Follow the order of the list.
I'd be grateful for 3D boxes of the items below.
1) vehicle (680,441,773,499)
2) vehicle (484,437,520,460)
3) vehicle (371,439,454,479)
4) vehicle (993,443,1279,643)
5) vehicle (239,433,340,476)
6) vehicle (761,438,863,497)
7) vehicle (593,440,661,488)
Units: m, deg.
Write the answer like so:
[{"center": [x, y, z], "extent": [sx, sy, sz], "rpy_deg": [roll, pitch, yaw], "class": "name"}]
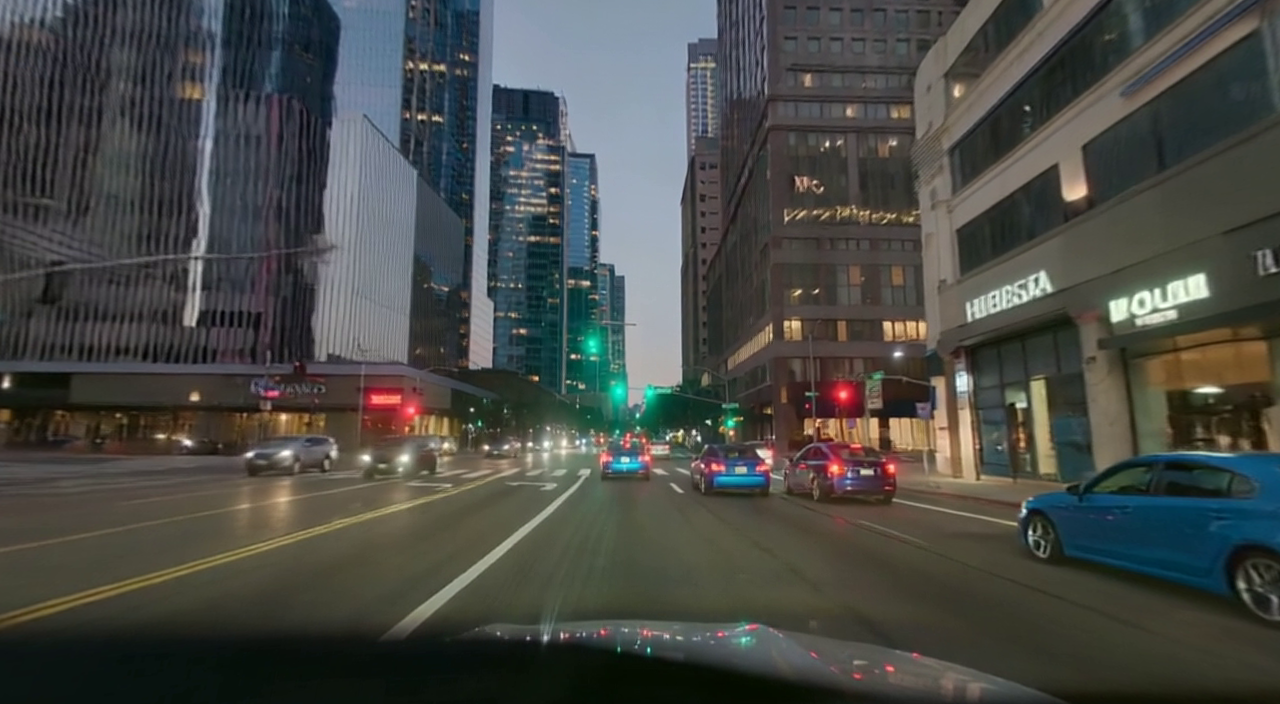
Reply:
[{"center": [2.397, 3.412, 18.690], "extent": [1.987, 1.484, 4.427], "rpy_deg": [0, -8, -2], "class": "vehicle"}, {"center": [-10.347, 7.275, 47.601], "extent": [1.879, 1.637, 4.100], "rpy_deg": [0, -8, -1], "class": "vehicle"}, {"center": [-9.744, 4.593, 27.440], "extent": [1.960, 1.568, 4.511], "rpy_deg": [0, -8, 0], "class": "vehicle"}, {"center": [5.727, 1.629, 6.068], "extent": [1.914, 1.484, 4.639], "rpy_deg": [0, -8, -1], "class": "vehicle"}, {"center": [-15.391, 4.513, 28.069], "extent": [1.932, 1.760, 4.422], "rpy_deg": [0, -8, -1], "class": "vehicle"}, {"center": [5.588, 3.785, 21.142], "extent": [2.015, 1.745, 4.444], "rpy_deg": [0, -8, -2], "class": "vehicle"}, {"center": [-0.438, 3.780, 21.664], "extent": [2.096, 1.457, 4.160], "rpy_deg": [0, -8, -1], "class": "vehicle"}]
